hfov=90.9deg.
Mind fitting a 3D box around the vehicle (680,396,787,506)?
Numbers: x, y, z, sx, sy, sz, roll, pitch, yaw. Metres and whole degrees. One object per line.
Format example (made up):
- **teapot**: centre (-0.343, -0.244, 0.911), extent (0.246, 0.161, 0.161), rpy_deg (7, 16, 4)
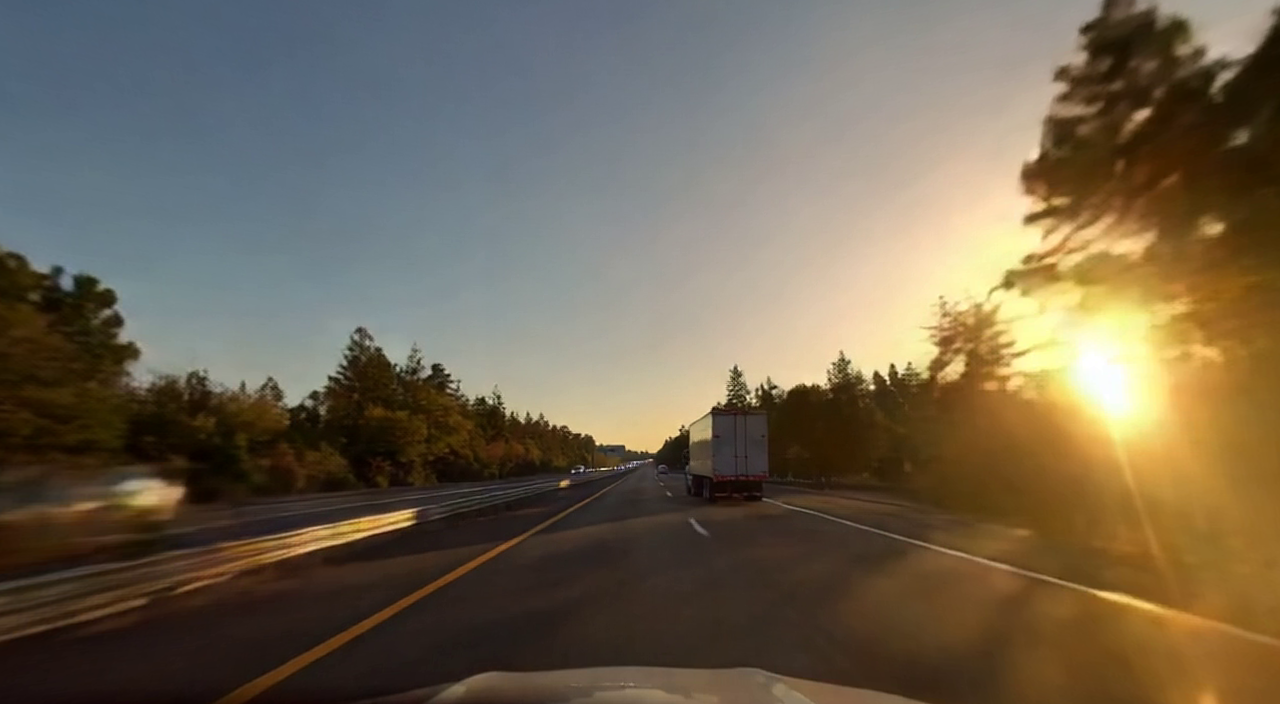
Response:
- **vehicle**: centre (3.957, 4.958, 30.650), extent (3.204, 4.102, 13.306), rpy_deg (1, -10, 0)
